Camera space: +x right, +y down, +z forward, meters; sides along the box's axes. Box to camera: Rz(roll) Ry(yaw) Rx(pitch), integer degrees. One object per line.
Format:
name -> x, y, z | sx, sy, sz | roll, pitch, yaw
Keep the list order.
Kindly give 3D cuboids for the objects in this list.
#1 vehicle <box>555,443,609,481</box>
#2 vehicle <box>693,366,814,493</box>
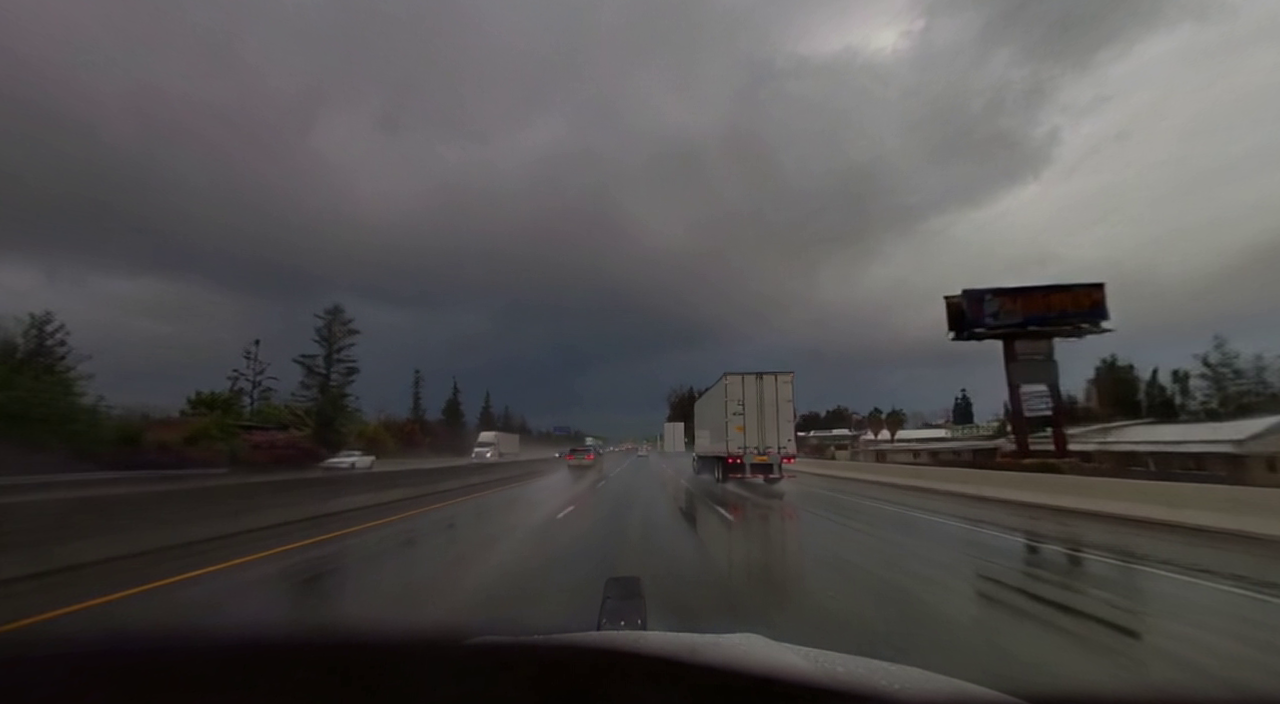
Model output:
vehicle -> -2.923, 5.695, 32.883 | 2.291, 1.788, 4.825 | 0, -9, 1
vehicle -> 4.433, 3.685, 28.460 | 2.826, 4.269, 14.176 | 0, -9, 0
